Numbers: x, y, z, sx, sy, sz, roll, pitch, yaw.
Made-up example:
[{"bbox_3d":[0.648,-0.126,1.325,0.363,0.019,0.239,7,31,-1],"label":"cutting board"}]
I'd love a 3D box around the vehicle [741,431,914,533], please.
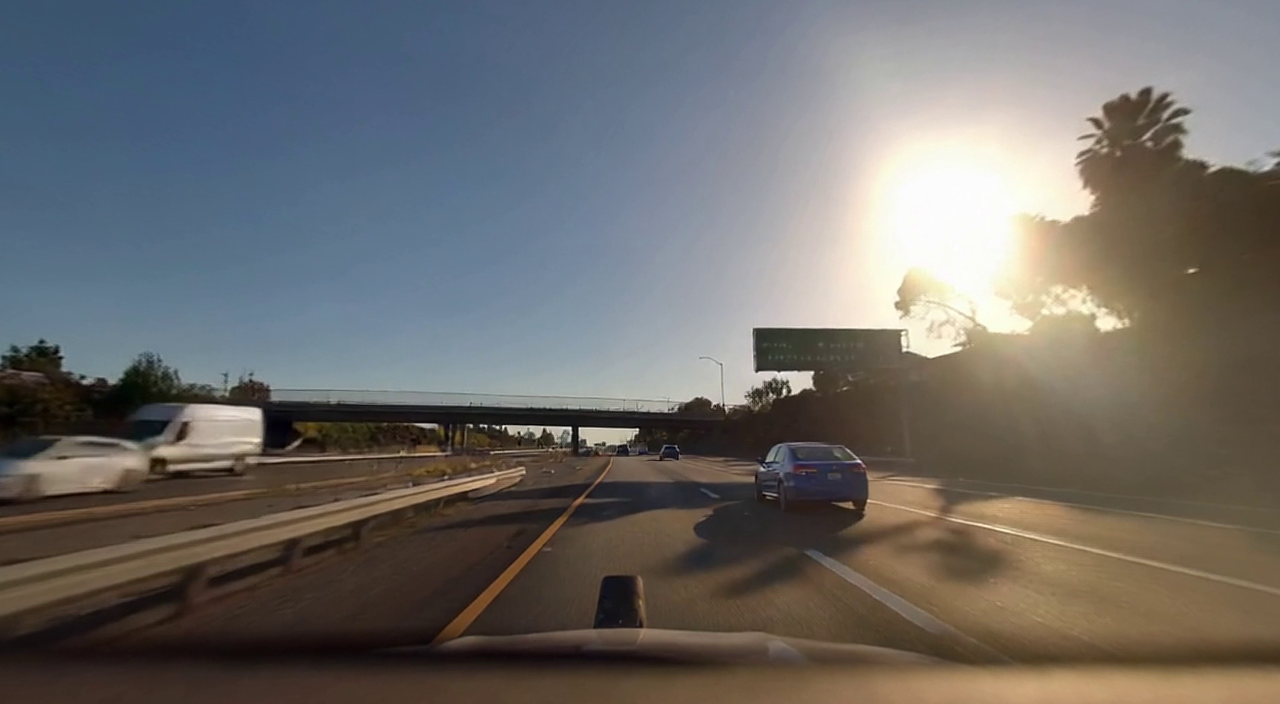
[{"bbox_3d":[3.384,2.436,12.340,2.002,1.604,4.265,0,-9,-1],"label":"vehicle"}]

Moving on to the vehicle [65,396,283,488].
[{"bbox_3d":[-16.363,3.308,22.873,2.475,2.795,7.128,0,-9,-1],"label":"vehicle"}]

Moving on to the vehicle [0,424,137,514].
[{"bbox_3d":[-12.365,2.255,12.203,1.859,1.584,3.912,0,-9,0],"label":"vehicle"}]
